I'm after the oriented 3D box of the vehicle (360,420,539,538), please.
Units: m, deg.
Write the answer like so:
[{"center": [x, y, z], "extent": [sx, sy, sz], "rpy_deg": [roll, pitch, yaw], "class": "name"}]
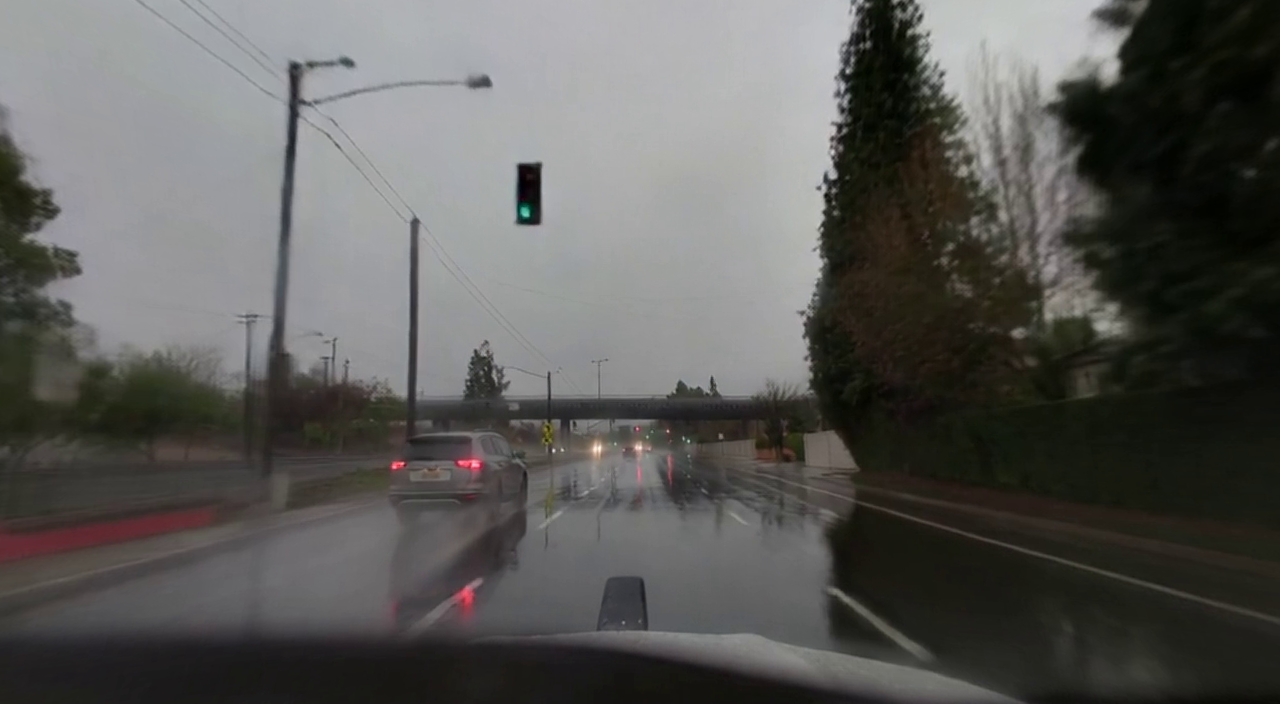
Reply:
[{"center": [-3.173, 2.194, 11.500], "extent": [1.882, 1.704, 4.335], "rpy_deg": [-1, -8, 0], "class": "vehicle"}]
